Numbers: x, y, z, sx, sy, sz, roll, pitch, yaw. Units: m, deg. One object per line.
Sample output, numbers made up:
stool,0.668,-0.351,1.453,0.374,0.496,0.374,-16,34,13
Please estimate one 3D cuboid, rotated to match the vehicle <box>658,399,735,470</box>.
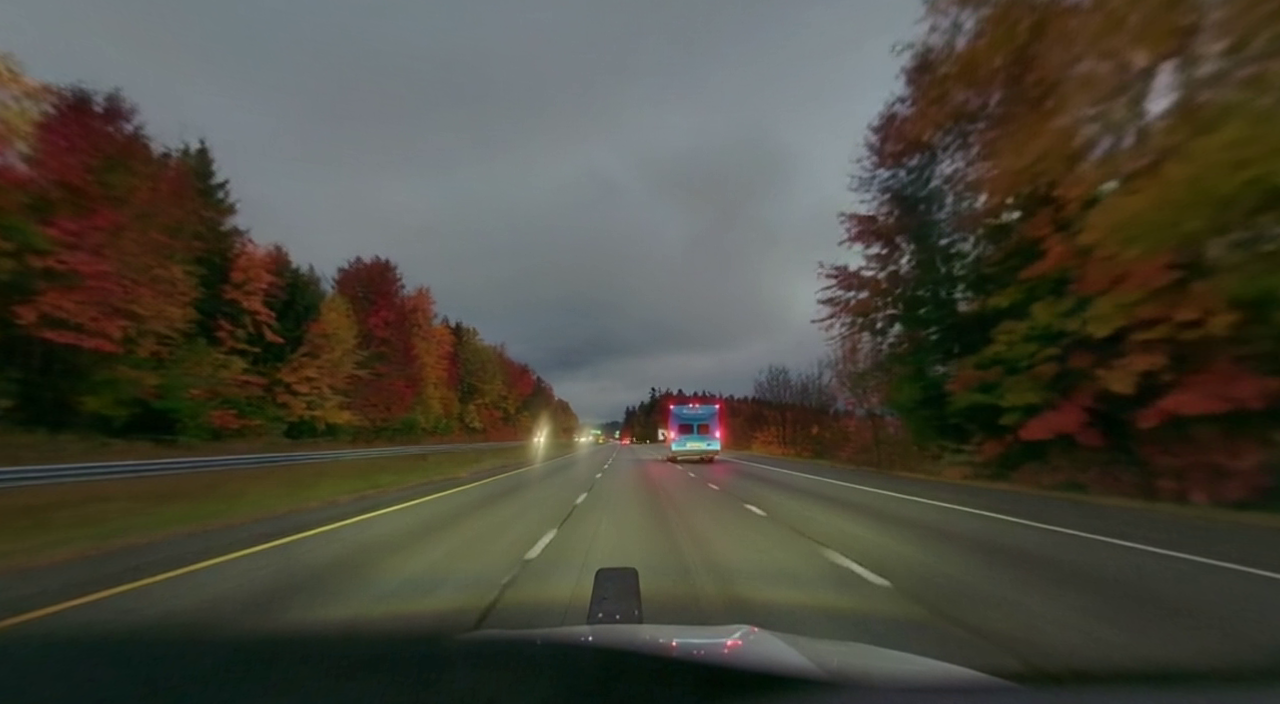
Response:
vehicle,2.414,3.879,29.439,2.815,2.876,7.101,0,-8,-1
